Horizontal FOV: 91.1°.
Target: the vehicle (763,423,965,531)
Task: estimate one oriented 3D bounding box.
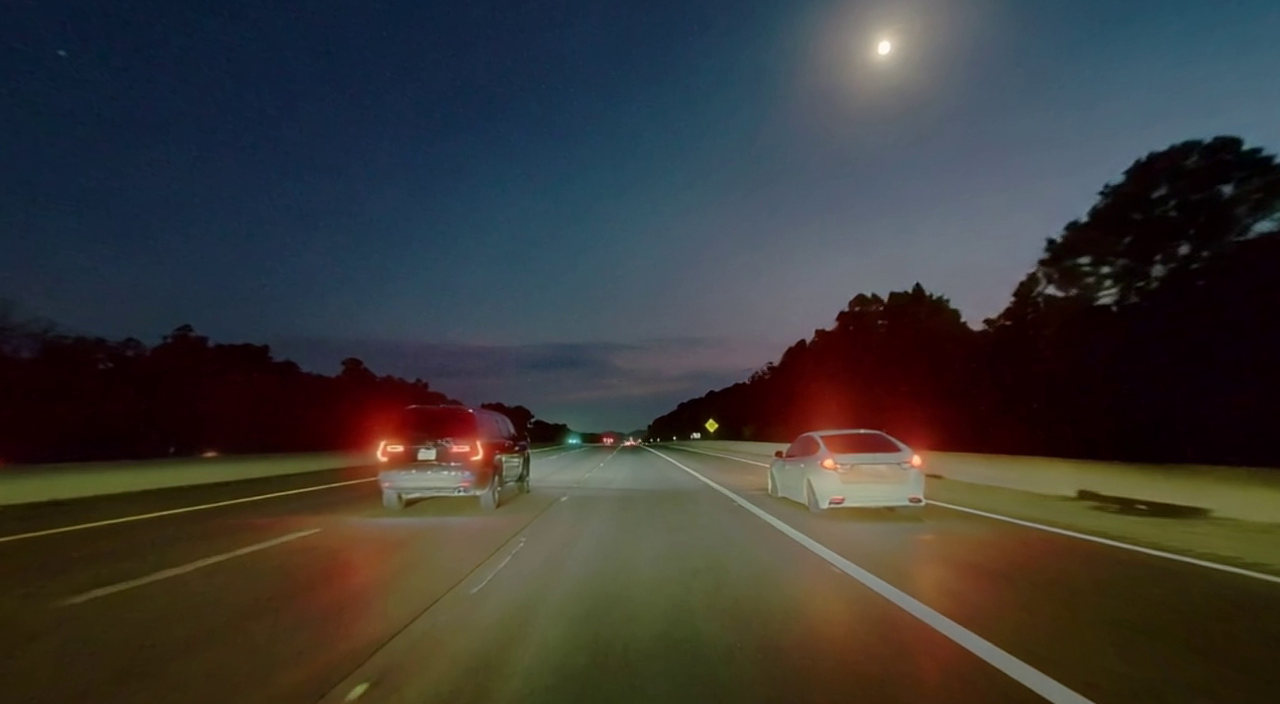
[{"bbox_3d":[3.546,2.033,10.967,1.817,1.465,4.415,0,-8,-1],"label":"vehicle"}]

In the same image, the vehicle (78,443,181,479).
[{"bbox_3d":[-30.592,6.518,37.901,2.022,1.946,4.972,0,-8,-1],"label":"vehicle"}]

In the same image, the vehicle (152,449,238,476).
[{"bbox_3d":[-26.939,6.669,38.244,1.809,1.483,4.661,0,-8,0],"label":"vehicle"}]

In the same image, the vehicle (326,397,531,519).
[{"bbox_3d":[-3.601,1.937,12.132,2.106,1.779,5.610,0,-8,-1],"label":"vehicle"}]
